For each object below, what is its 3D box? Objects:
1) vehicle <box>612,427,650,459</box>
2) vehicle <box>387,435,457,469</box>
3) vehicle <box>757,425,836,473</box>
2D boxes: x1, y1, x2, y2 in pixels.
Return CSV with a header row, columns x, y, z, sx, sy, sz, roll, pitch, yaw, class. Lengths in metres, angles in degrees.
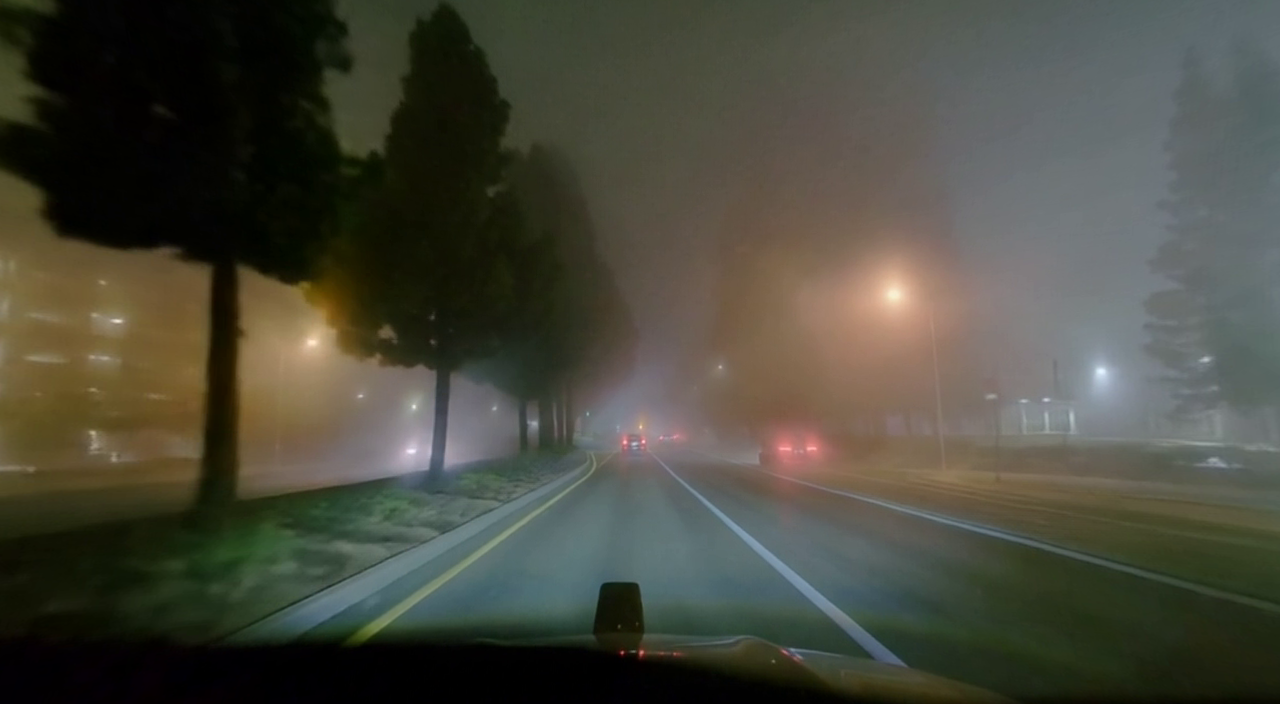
x,y,z,sx,sy,sz,roll,pitch,yaw,class
-0.552,5.482,38.157,2.193,1.794,4.457,0,-8,-1,vehicle
-10.915,5.043,32.014,2.002,1.620,4.471,0,-8,-1,vehicle
6.393,4.016,26.376,2.026,1.804,4.565,0,-8,-1,vehicle
